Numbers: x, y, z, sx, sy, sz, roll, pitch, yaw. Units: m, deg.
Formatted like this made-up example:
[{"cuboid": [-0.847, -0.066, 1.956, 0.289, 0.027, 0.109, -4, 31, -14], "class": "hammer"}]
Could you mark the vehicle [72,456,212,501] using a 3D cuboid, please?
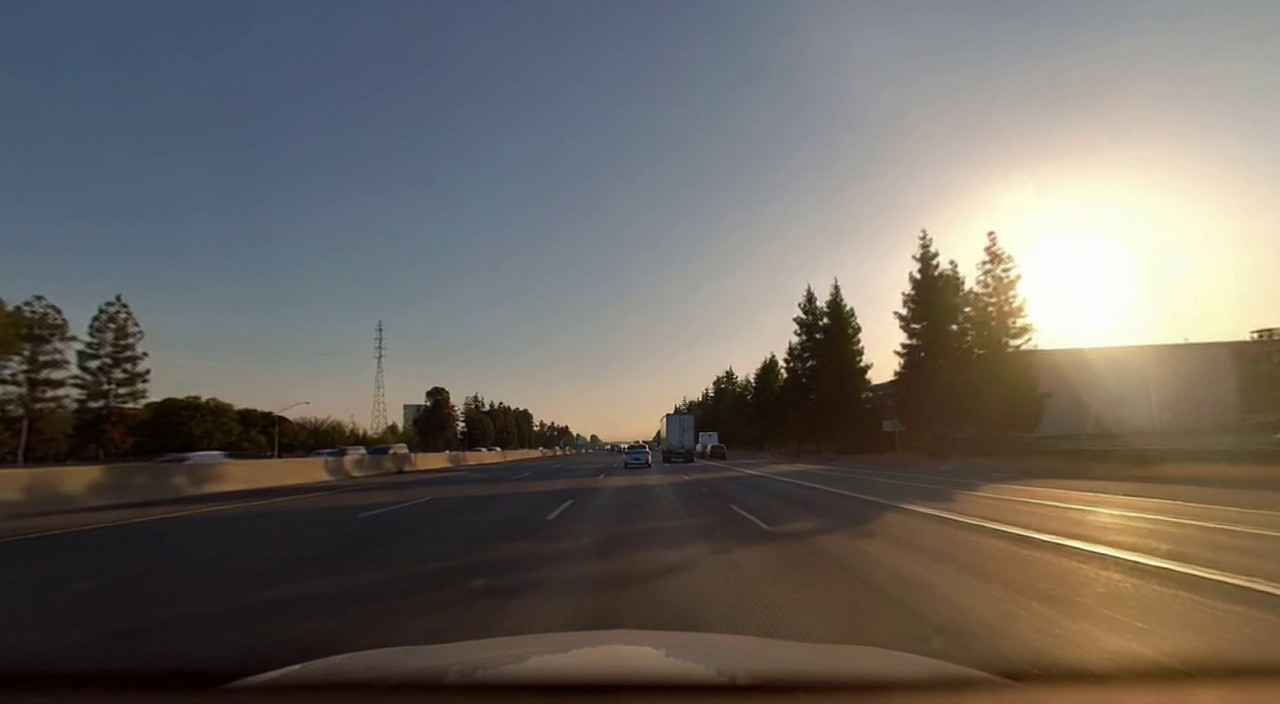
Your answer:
[{"cuboid": [-18.059, 4.566, 23.198, 1.790, 1.443, 4.106, 0, -9, 0], "class": "vehicle"}]

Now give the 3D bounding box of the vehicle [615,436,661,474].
[{"cuboid": [-0.135, 5.532, 34.107, 2.297, 1.912, 4.355, 0, -9, -1], "class": "vehicle"}]

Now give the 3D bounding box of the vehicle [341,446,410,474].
[{"cuboid": [-18.076, 7.370, 43.475, 2.226, 1.790, 5.699, 0, -9, 1], "class": "vehicle"}]
